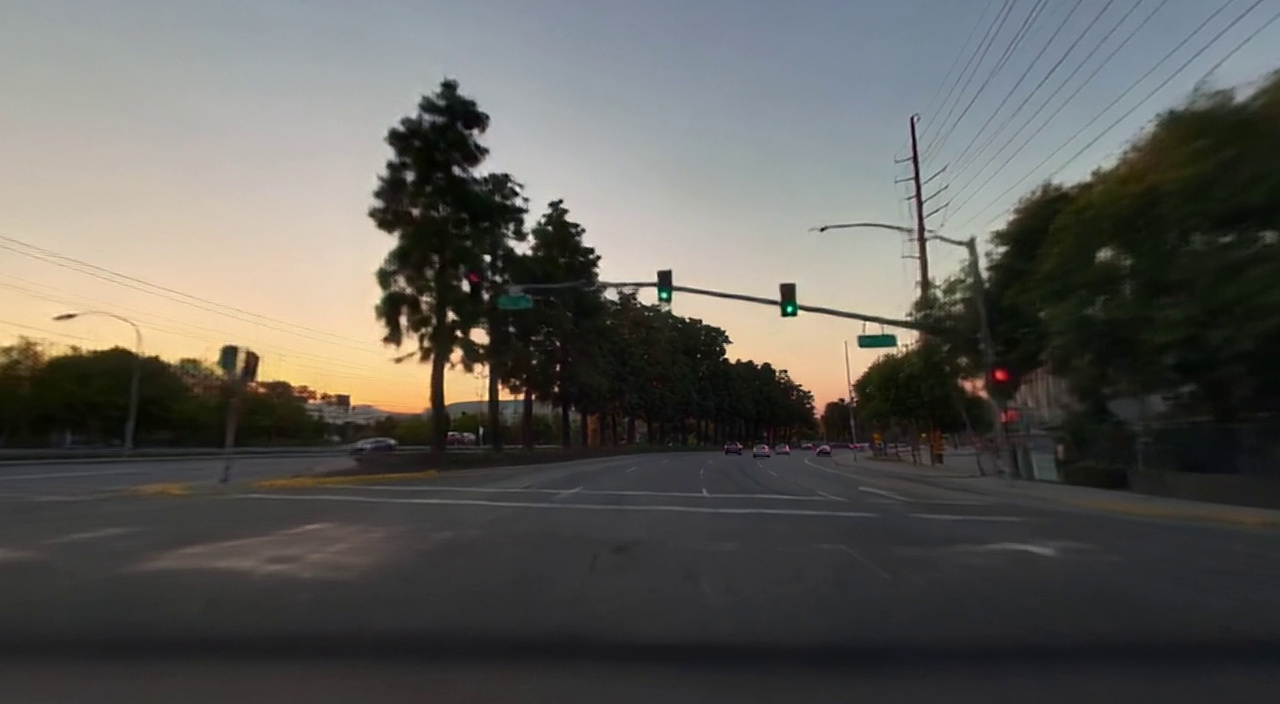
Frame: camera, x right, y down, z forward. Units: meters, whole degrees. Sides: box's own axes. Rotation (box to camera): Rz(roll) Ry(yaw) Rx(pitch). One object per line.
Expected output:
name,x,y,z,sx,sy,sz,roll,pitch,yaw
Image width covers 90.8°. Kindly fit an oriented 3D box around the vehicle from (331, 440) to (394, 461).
vehicle,-20.484,7.278,46.841,1.871,1.474,4.554,-2,-9,13
